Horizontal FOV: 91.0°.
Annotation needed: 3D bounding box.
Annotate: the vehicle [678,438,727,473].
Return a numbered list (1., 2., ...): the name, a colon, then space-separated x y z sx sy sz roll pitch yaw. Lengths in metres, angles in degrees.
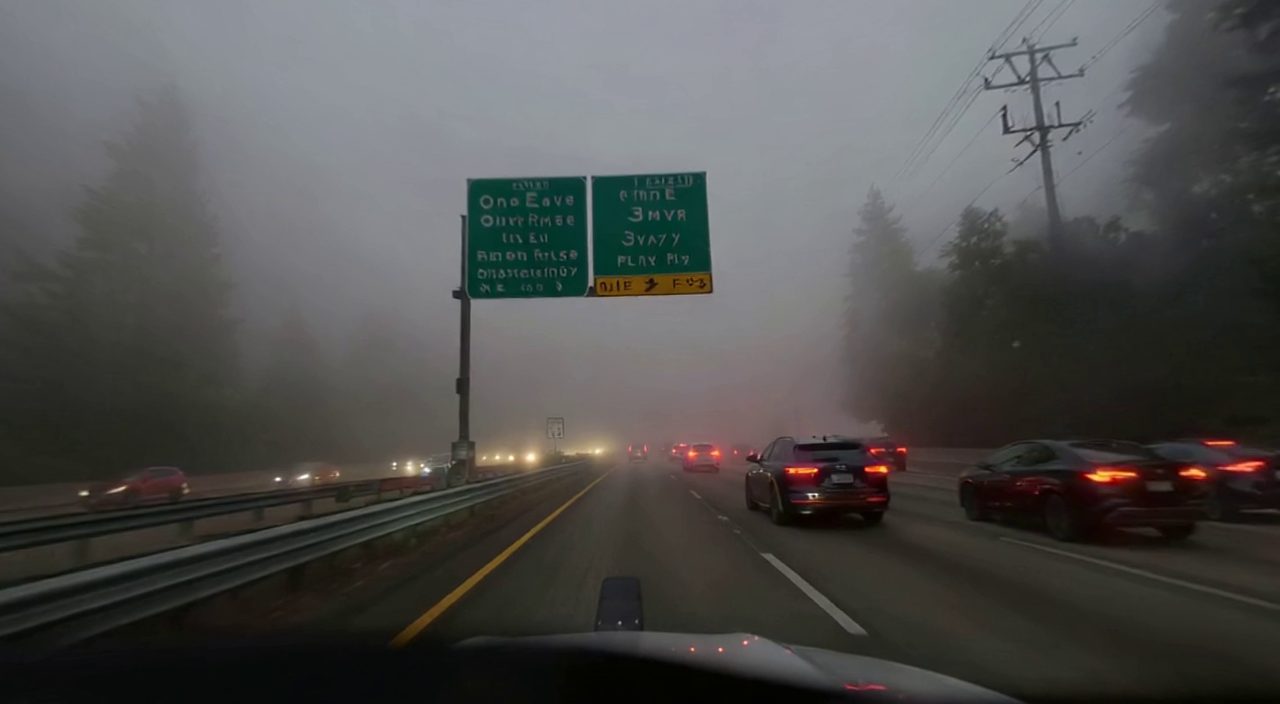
1. vehicle: 3.442 5.830 35.670 2.138 1.826 4.783 0 -8 -2

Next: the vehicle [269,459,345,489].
1. vehicle: -19.114 6.998 36.408 1.887 1.485 4.635 0 -8 0

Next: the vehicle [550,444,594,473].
1. vehicle: -3.743 5.989 35.511 2.051 1.510 4.373 0 -8 0

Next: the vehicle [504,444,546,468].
1. vehicle: -8.858 8.040 48.898 2.214 1.737 5.234 0 -8 1

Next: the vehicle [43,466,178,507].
1. vehicle: -23.385 5.923 28.083 1.913 1.491 4.763 0 -8 -1

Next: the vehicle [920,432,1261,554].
1. vehicle: 6.628 2.091 10.135 2.027 1.483 4.559 0 -8 -1

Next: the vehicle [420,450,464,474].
1. vehicle: -12.544 6.957 40.009 1.583 1.428 3.716 0 -8 0

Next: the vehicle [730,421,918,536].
1. vehicle: 3.142 2.277 11.989 2.092 1.723 4.670 0 -8 -1

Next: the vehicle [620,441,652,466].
1. vehicle: -0.360 7.772 48.291 2.314 1.796 4.254 0 -8 -1
